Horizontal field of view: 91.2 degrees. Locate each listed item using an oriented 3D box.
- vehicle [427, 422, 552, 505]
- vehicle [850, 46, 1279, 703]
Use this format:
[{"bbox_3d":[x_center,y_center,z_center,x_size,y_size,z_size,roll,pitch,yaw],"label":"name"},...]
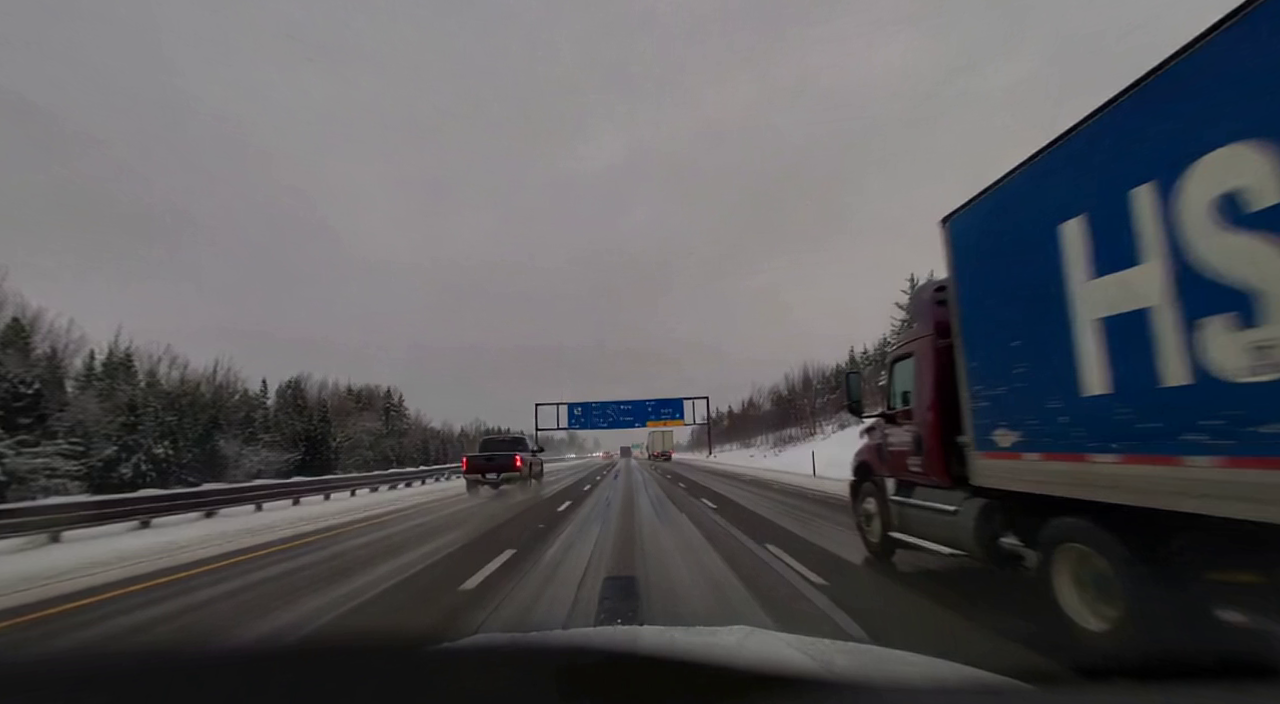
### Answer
[{"bbox_3d":[-3.796,2.931,16.803,2.173,1.857,4.800,0,-9,0],"label":"vehicle"},{"bbox_3d":[3.966,0.349,3.483,2.731,2.879,7.845,0,-9,-1],"label":"vehicle"}]
